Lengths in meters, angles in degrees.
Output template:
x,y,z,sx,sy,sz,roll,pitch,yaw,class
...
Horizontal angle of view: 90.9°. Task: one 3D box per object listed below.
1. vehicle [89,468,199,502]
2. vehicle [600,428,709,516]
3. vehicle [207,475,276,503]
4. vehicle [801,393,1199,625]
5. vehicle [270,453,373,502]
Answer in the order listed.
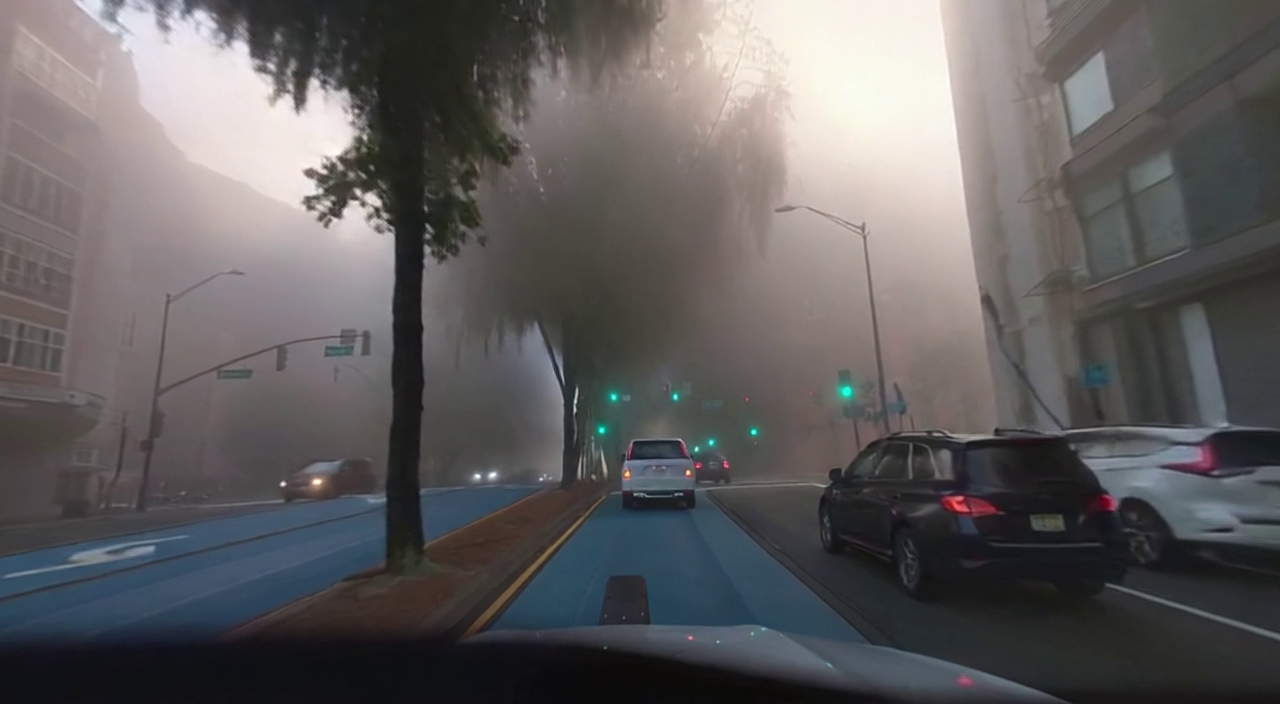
x,y,z,sx,sy,sz,roll,pitch,yaw,class
-28.917,7.755,36.876,4.558,1.818,2.120,0,-9,1,vehicle
0.319,2.758,14.883,2.209,1.748,4.130,0,-9,1,vehicle
-27.207,9.352,43.140,3.416,1.466,1.840,3,-6,0,vehicle
3.262,1.520,6.916,1.939,1.746,4.091,0,-9,1,vehicle
-13.598,5.343,27.297,1.914,1.889,4.585,-1,-9,2,vehicle
